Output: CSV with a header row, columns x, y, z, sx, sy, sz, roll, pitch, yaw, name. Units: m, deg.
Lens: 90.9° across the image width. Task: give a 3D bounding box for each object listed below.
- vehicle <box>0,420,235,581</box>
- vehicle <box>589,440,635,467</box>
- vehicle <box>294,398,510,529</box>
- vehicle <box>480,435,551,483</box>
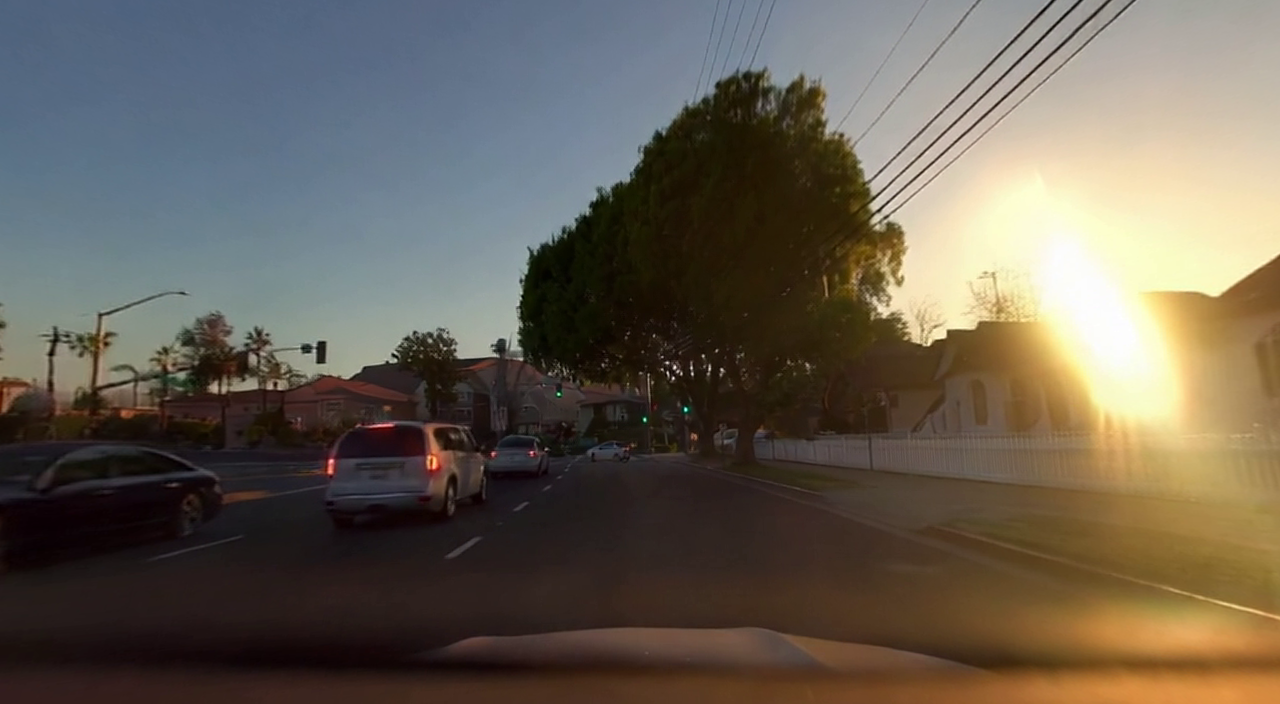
x,y,z,sx,sy,sz,roll,pitch,yaw,name
-6.958,1.544,6.910,1.984,1.479,4.816,-1,-8,-2,vehicle
-1.494,5.116,32.054,2.131,1.222,3.868,0,-8,-6,vehicle
-4.014,1.979,11.786,2.144,1.877,4.899,-1,-8,0,vehicle
-4.201,3.646,21.840,1.709,1.425,4.337,-1,-8,-2,vehicle
